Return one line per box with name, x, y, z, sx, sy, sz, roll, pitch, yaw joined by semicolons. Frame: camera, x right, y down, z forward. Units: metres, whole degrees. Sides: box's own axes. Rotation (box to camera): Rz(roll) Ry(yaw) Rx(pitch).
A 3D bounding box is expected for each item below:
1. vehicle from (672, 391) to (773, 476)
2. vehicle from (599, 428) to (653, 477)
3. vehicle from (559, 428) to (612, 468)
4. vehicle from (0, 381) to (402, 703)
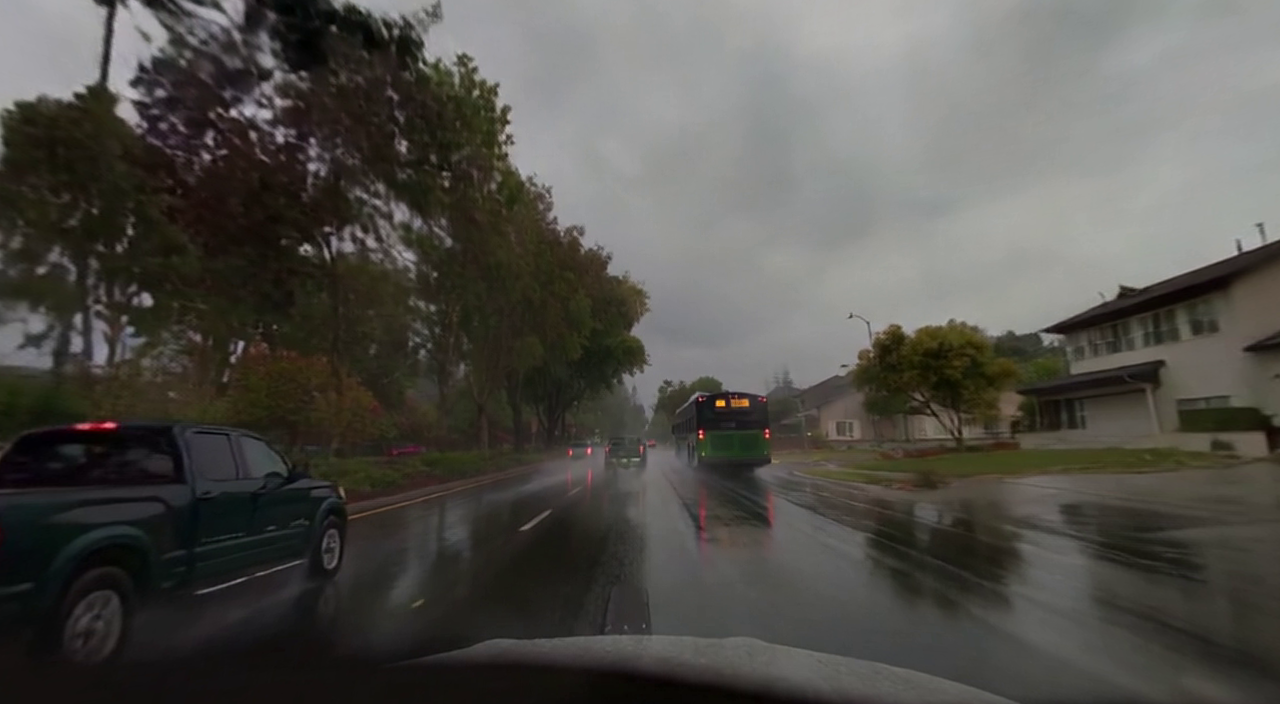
vehicle;3.494;4.056;30.587;3.059;3.264;12.623;0;-8;0
vehicle;-0.489;4.239;26.778;2.074;1.849;5.137;0;-8;1
vehicle;-2.971;5.444;35.947;2.513;2.066;5.820;0;-8;0
vehicle;-3.879;1.229;4.998;2.109;1.543;4.535;0;-8;1
